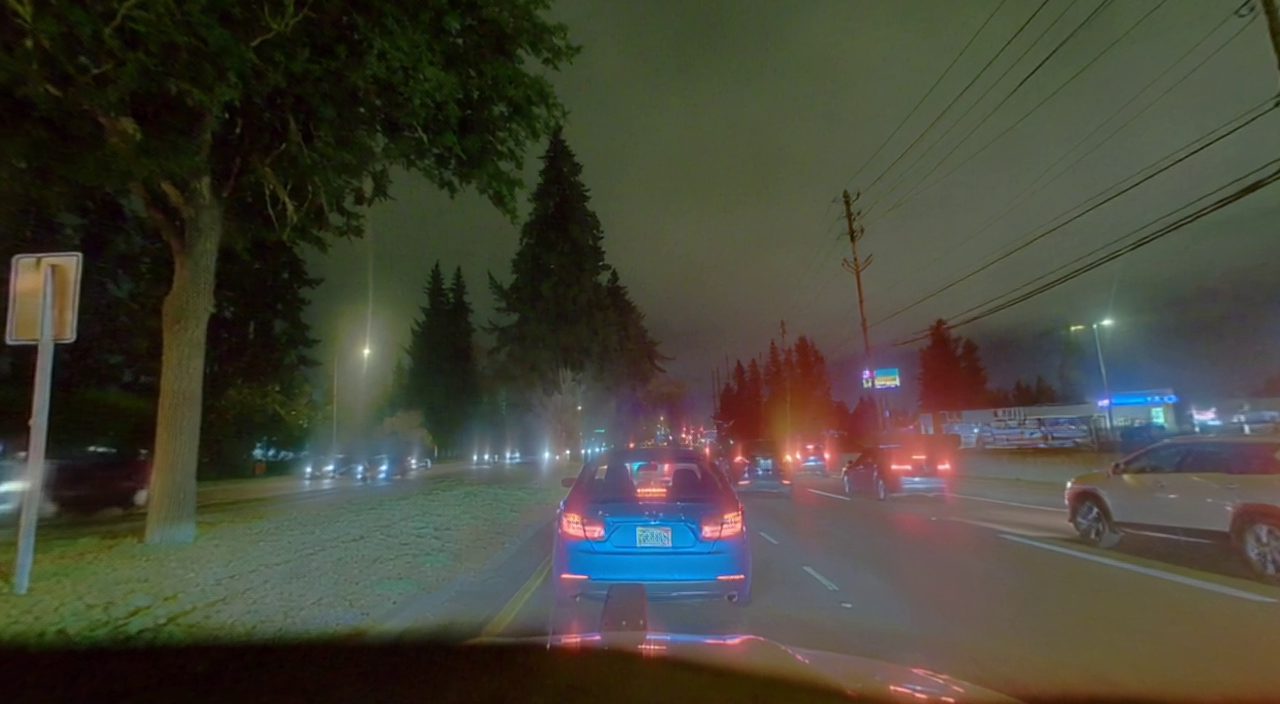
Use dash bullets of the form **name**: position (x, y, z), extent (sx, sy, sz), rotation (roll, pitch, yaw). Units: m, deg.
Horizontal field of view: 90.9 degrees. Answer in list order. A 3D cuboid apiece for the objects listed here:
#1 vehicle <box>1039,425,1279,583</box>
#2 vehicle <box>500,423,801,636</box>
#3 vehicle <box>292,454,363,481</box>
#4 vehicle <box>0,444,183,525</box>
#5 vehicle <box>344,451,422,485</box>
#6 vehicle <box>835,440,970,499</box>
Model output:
- **vehicle**: position (6.988, 1.631, 7.286), extent (1.850, 1.480, 4.474), rotation (0, -8, 1)
- **vehicle**: position (0.061, 1.539, 6.481), extent (2.108, 1.479, 3.935), rotation (0, -8, 0)
- **vehicle**: position (-18.881, 6.969, 38.404), extent (1.884, 1.466, 4.821), rotation (0, -8, 0)
- **vehicle**: position (-15.403, 3.402, 17.023), extent (2.056, 1.809, 5.354), rotation (0, -8, 0)
- **vehicle**: position (-12.009, 5.428, 29.775), extent (1.804, 1.430, 4.456), rotation (0, -8, 0)
- **vehicle**: position (7.269, 3.267, 18.058), extent (1.899, 1.458, 4.499), rotation (0, -8, 0)
